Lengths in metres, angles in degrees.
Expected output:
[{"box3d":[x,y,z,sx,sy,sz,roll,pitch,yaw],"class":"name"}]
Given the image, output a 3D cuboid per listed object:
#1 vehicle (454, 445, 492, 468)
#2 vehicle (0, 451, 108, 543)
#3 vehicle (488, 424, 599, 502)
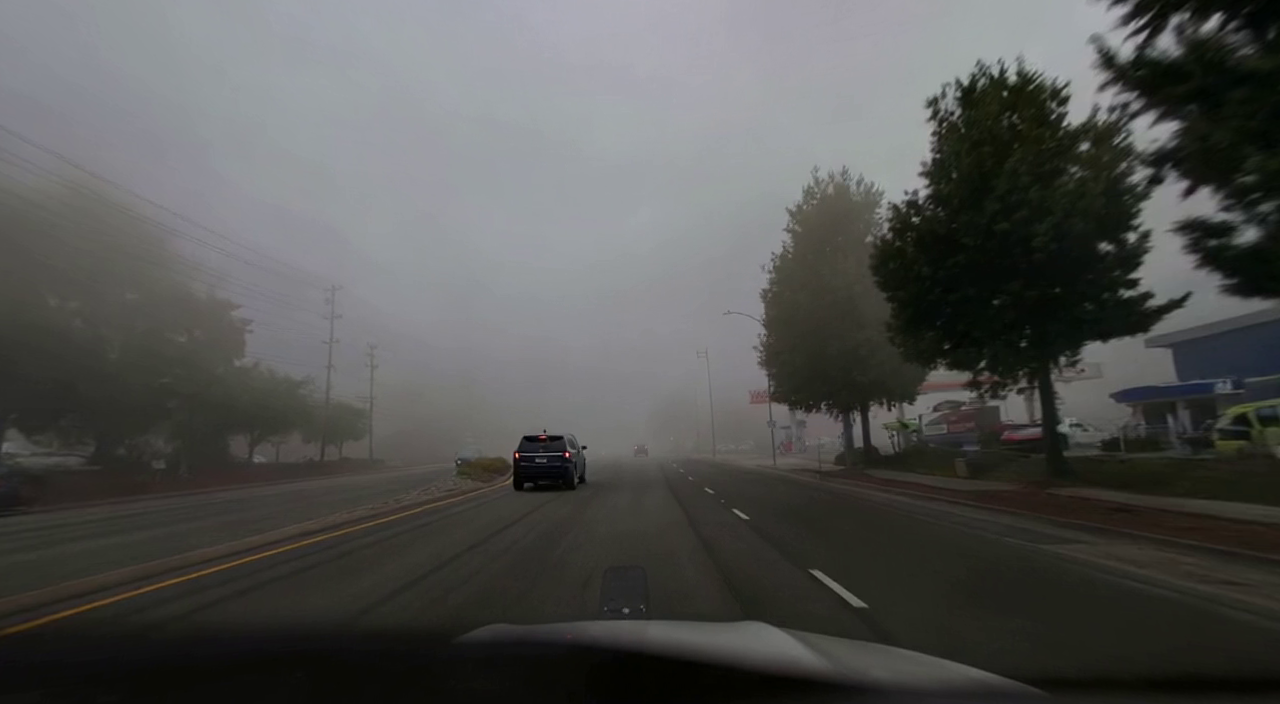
[{"box3d":[-13.181,8.236,49.944,1.825,1.705,4.234,0,-8,0],"class":"vehicle"},{"box3d":[-12.302,2.601,11.102,1.998,1.597,4.445,-2,-8,0],"class":"vehicle"},{"box3d":[-2.481,3.024,17.585,2.190,1.844,4.751,0,-8,2],"class":"vehicle"}]
